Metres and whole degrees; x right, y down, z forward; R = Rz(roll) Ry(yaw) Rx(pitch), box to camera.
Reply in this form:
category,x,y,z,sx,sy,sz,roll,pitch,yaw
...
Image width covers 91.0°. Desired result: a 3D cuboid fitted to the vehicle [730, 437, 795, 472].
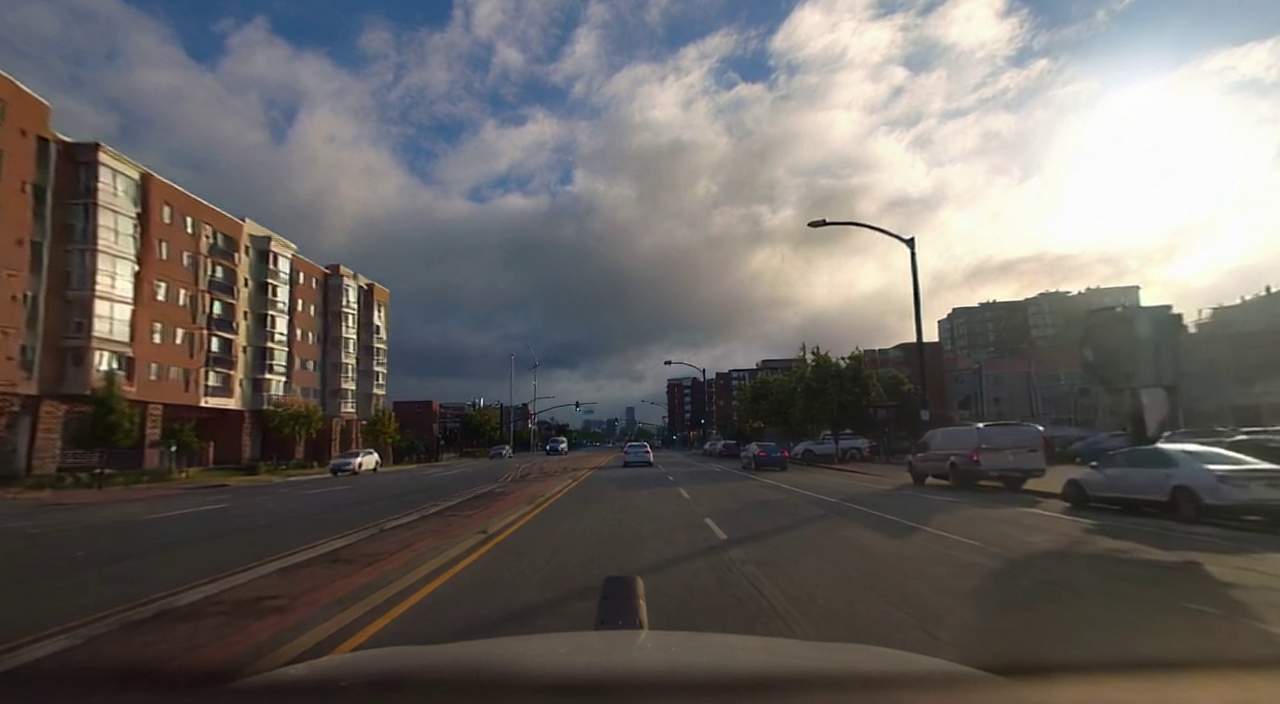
category,x,y,z,sx,sy,sz,roll,pitch,yaw
vehicle,5.790,4.900,30.314,2.154,1.554,4.149,0,-9,-2

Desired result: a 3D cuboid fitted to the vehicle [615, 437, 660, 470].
category,x,y,z,sx,sy,sz,roll,pitch,yaw
vehicle,-0.120,5.045,31.435,2.106,1.553,3.964,0,-9,0

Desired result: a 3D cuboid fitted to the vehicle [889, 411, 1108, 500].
category,x,y,z,sx,sy,sz,roll,pitch,yaw
vehicle,10.137,3.037,18.855,2.441,2.150,6.729,1,-8,-2

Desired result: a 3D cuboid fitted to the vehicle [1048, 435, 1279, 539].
category,x,y,z,sx,sy,sz,roll,pitch,yaw
vehicle,9.999,2.291,11.450,2.089,1.508,4.323,-1,-8,-2

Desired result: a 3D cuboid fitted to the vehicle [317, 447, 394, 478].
category,x,y,z,sx,sy,sz,roll,pitch,yaw
vehicle,-15.469,5.998,34.562,1.967,1.574,4.819,0,-9,0
